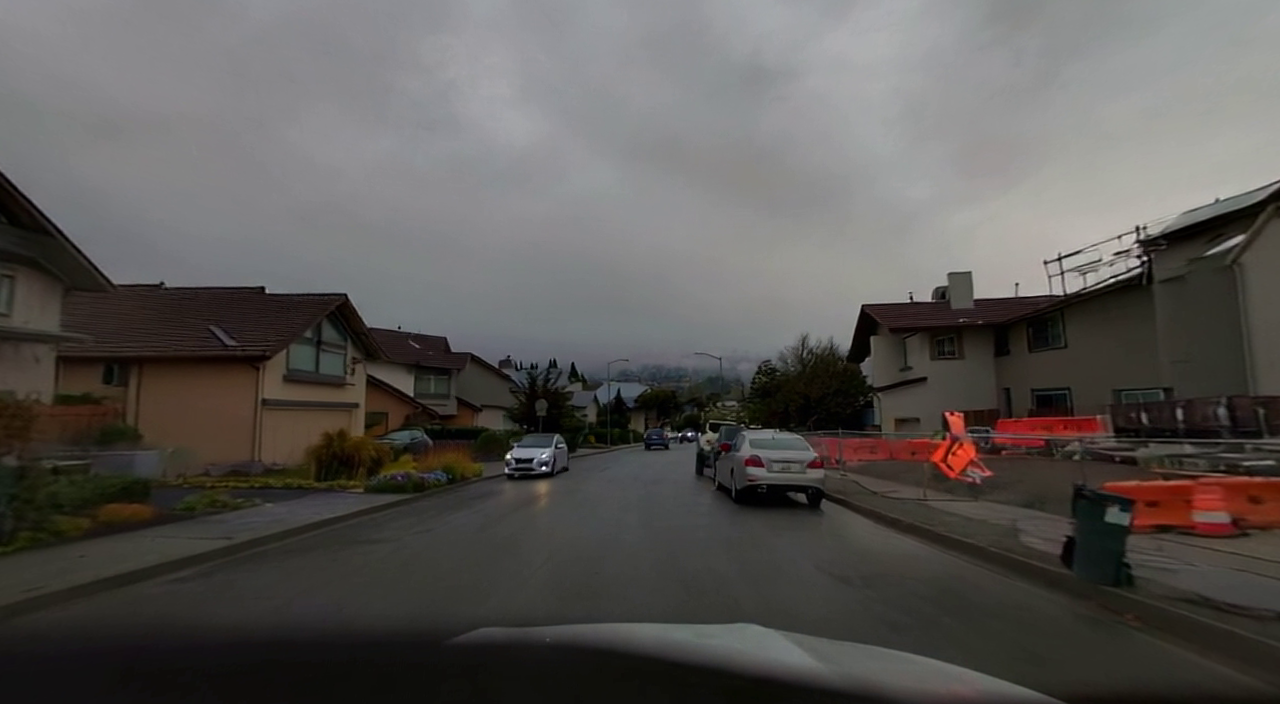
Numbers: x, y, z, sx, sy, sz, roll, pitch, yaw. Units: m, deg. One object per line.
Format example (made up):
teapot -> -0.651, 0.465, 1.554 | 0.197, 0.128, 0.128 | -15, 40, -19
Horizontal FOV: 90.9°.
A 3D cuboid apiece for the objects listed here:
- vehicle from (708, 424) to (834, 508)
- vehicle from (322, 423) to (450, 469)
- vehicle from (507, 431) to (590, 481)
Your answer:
vehicle -> 2.582, 2.333, 13.407 | 1.998, 1.494, 3.927 | 0, -8, 3
vehicle -> -10.117, 3.768, 25.357 | 4.205, 1.745, 2.121 | -1, -8, 4
vehicle -> -2.943, 3.441, 21.209 | 1.972, 1.499, 4.191 | -1, -8, 3
